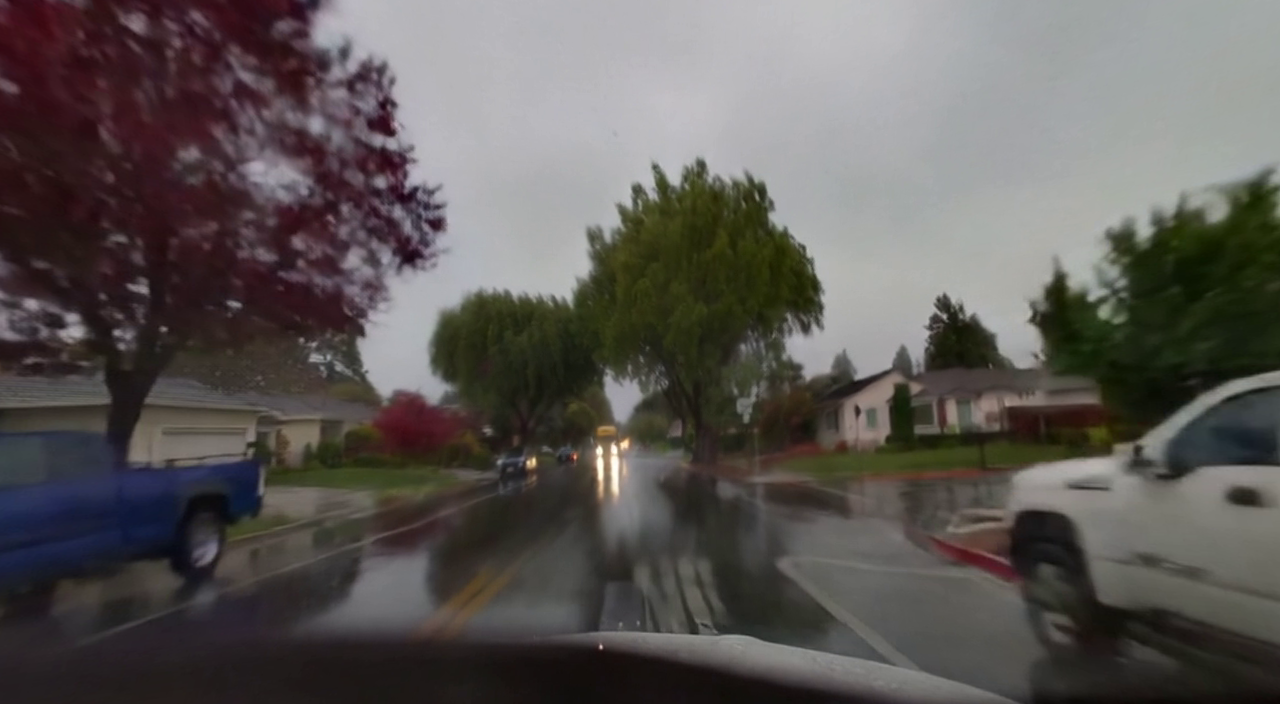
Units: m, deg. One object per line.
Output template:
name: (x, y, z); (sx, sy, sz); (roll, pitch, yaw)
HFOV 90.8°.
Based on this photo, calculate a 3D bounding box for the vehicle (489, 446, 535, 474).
vehicle: (-8.739, 7.418, 43.632); (2.119, 1.775, 4.643); (0, -9, 1)

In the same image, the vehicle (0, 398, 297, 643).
vehicle: (-6.567, 1.669, 6.930); (2.302, 2.059, 5.758); (0, -9, 1)

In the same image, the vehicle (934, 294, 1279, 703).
vehicle: (3.421, 0.696, 2.153); (2.235, 1.826, 5.321); (0, -9, 0)
